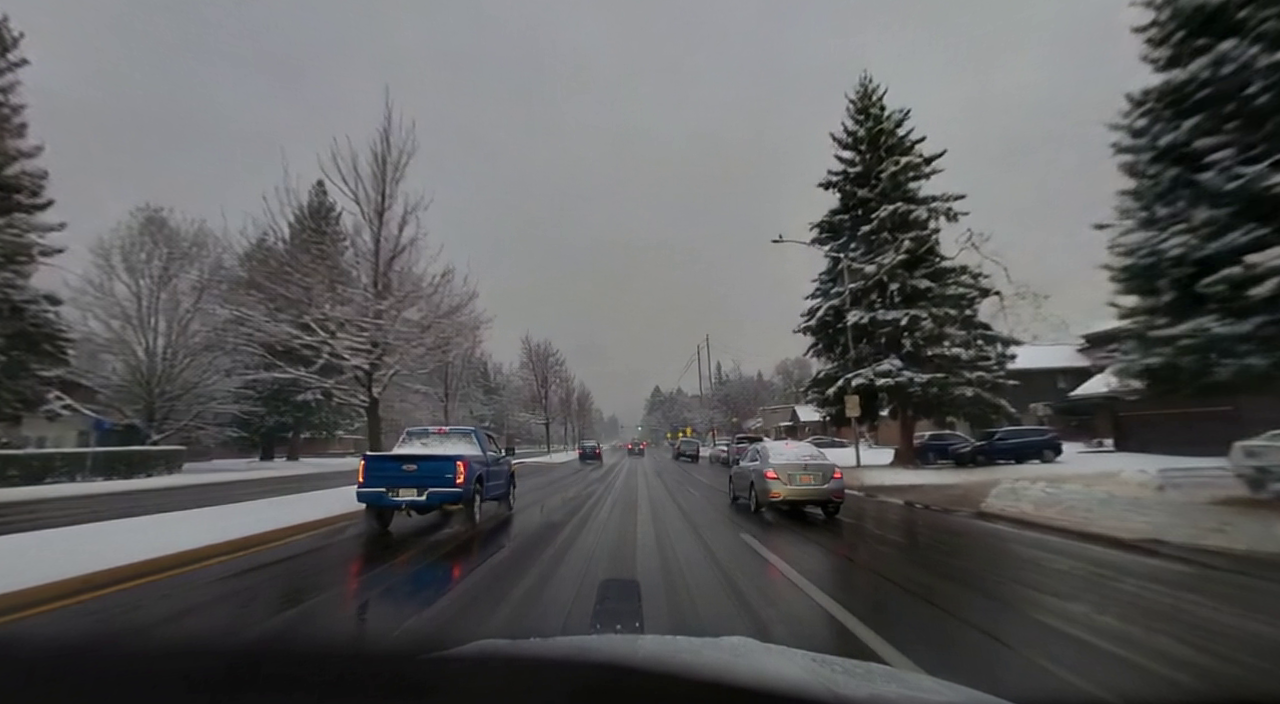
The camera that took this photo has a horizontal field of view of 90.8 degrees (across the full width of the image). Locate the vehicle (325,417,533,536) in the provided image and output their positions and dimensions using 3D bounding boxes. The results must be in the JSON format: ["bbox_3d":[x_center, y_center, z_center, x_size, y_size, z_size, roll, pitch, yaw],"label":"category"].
[{"bbox_3d":[-3.596,2.232,12.101,2.111,1.745,5.274,0,-8,1],"label":"vehicle"}]

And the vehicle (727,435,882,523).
[{"bbox_3d":[3.080,2.452,12.823,1.884,1.463,4.195,0,-8,-2],"label":"vehicle"}]

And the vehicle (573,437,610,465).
[{"bbox_3d":[-3.354,6.879,44.197,2.218,1.829,4.492,0,-8,0],"label":"vehicle"}]

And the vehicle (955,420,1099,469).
[{"bbox_3d":[15.071,3.636,24.785,4.320,1.792,1.989,0,-8,-1],"label":"vehicle"}]

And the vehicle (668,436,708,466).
[{"bbox_3d":[3.098,6.490,41.630,2.099,1.845,4.363,0,-8,-2],"label":"vehicle"}]
